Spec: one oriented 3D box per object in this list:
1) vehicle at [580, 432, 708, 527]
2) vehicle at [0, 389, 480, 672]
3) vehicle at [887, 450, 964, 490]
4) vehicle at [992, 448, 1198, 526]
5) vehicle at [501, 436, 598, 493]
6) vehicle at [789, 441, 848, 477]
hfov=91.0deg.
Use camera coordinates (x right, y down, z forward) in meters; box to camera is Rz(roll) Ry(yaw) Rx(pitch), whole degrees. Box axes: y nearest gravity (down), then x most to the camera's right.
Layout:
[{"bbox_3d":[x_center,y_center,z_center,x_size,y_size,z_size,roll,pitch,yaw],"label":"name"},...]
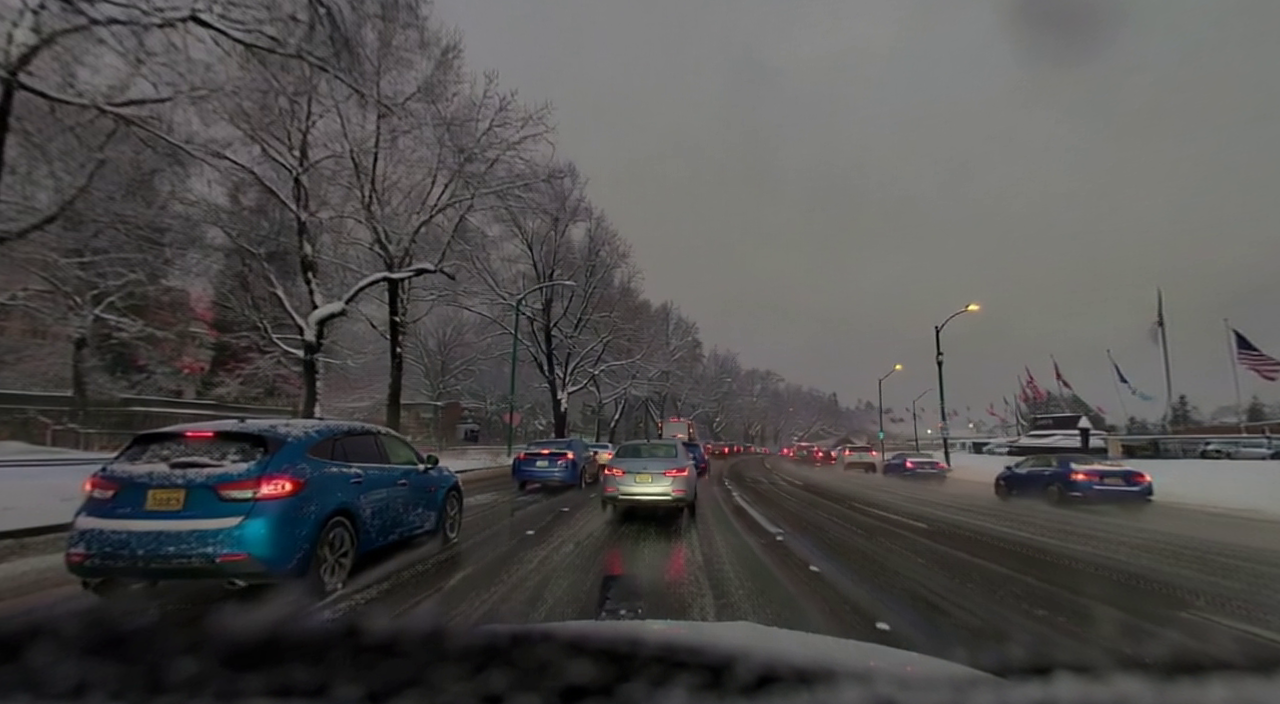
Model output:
[{"bbox_3d":[0.227,2.409,12.455,2.090,1.506,4.276,0,-9,4],"label":"vehicle"},{"bbox_3d":[-3.175,1.365,5.928,1.988,1.635,4.260,0,-9,3],"label":"vehicle"},{"bbox_3d":[12.001,4.947,26.725,1.749,1.481,3.808,0,-9,5],"label":"vehicle"},{"bbox_3d":[10.781,3.157,15.434,1.934,1.585,4.397,0,-9,3],"label":"vehicle"},{"bbox_3d":[-2.669,3.452,19.727,1.974,1.549,4.603,0,-9,5],"label":"vehicle"},{"bbox_3d":[8.341,5.010,29.797,1.944,1.544,4.301,0,-9,6],"label":"vehicle"}]
